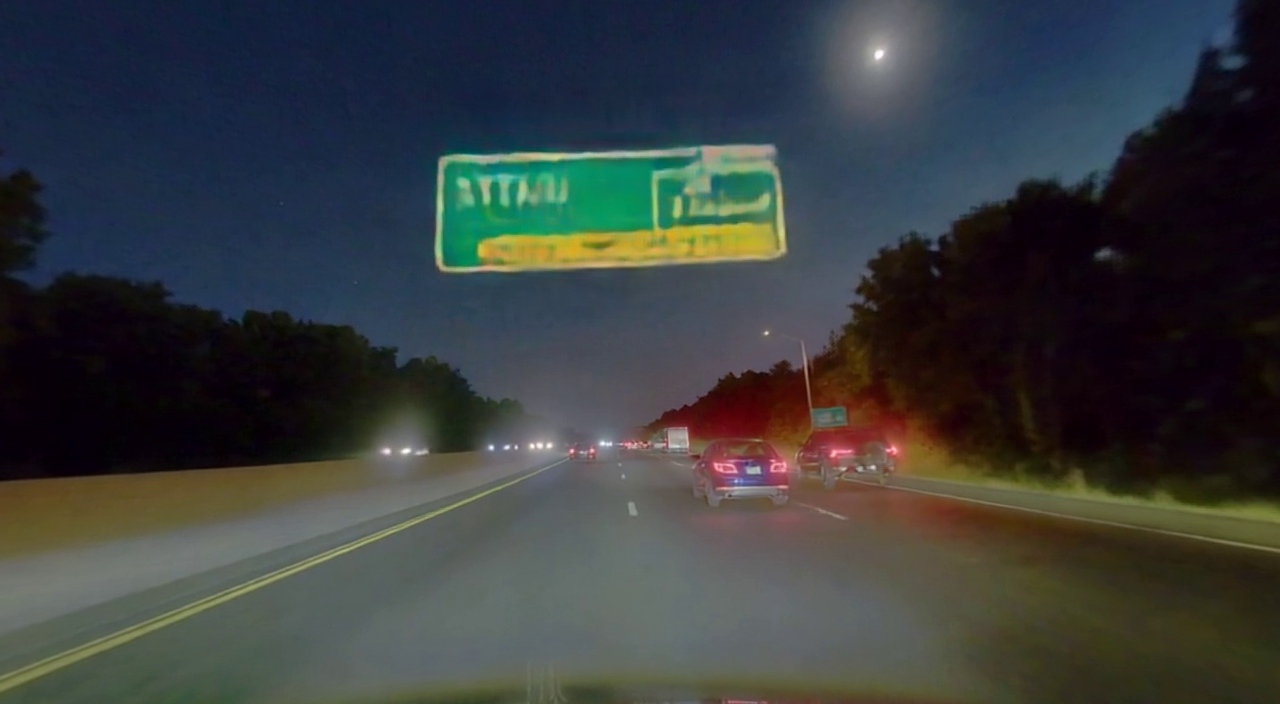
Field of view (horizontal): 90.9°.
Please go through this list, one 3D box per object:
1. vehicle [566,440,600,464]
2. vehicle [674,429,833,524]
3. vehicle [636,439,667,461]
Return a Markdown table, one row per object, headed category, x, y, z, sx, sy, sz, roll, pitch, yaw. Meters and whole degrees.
| category | x | y | z | sx | sy | sz | roll | pitch | yaw |
| --- | --- | --- | --- | --- | --- | --- | --- | --- | --- |
| vehicle | -3.656 | 6.459 | 41.017 | 2.055 | 1.466 | 4.317 | 0 | -8 | -3 |
| vehicle | 1.965 | 2.328 | 12.559 | 1.961 | 1.495 | 4.743 | 1 | -8 | -4 |
| vehicle | 0.823 | 7.221 | 46.693 | 1.995 | 1.556 | 3.893 | 1 | -8 | -4 |
